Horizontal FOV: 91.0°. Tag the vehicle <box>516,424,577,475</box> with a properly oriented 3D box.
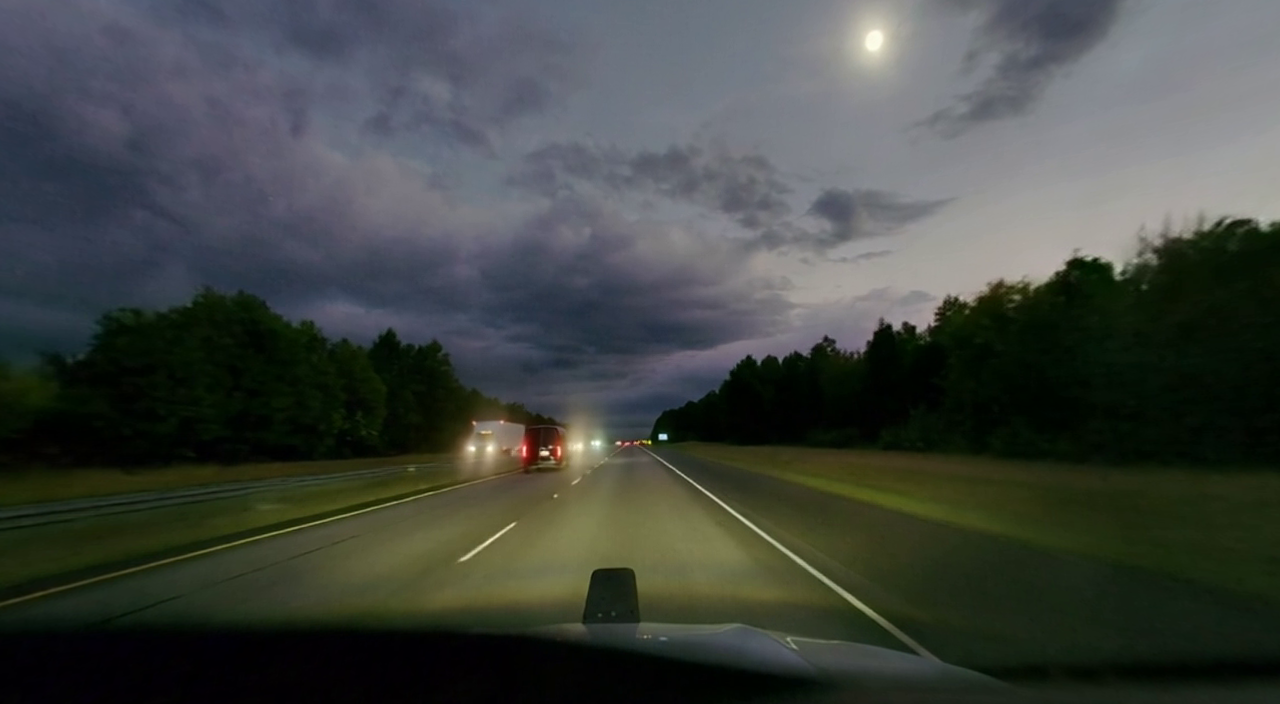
[{"bbox_3d":[-4.040,4.290,27.936,1.976,2.029,4.737,-1,-8,0],"label":"vehicle"}]
